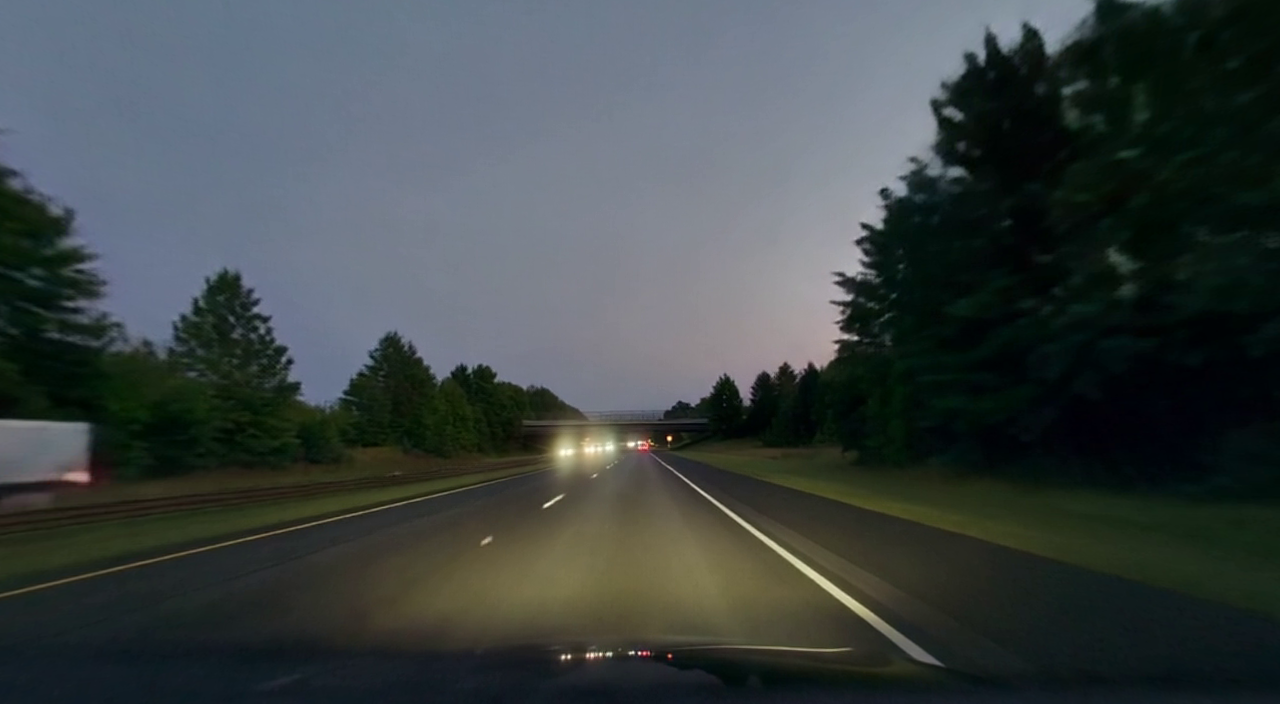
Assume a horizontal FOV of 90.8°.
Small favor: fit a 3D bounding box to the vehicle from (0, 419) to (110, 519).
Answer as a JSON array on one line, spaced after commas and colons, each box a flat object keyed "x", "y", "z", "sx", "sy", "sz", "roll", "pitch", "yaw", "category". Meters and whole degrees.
[{"x": -17.186, "y": 3.053, "z": 16.545, "sx": 2.332, "sy": 2.487, "sz": 4.648, "roll": 0, "pitch": -9, "yaw": 1, "category": "vehicle"}]
